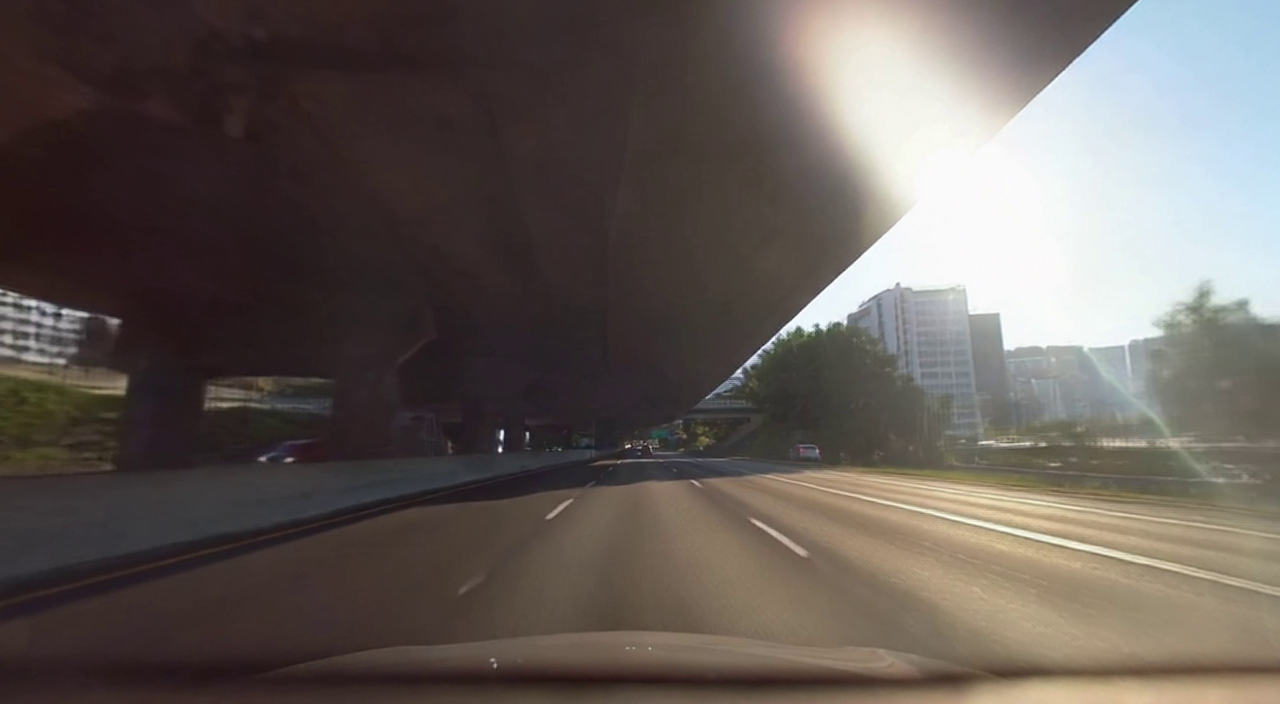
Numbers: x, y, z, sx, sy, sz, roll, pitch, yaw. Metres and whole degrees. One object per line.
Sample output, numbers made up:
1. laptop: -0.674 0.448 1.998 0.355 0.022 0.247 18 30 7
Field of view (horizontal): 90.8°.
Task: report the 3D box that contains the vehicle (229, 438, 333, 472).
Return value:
1. vehicle: -21.590 6.237 38.456 2.678 1.869 6.291 0 -9 0
